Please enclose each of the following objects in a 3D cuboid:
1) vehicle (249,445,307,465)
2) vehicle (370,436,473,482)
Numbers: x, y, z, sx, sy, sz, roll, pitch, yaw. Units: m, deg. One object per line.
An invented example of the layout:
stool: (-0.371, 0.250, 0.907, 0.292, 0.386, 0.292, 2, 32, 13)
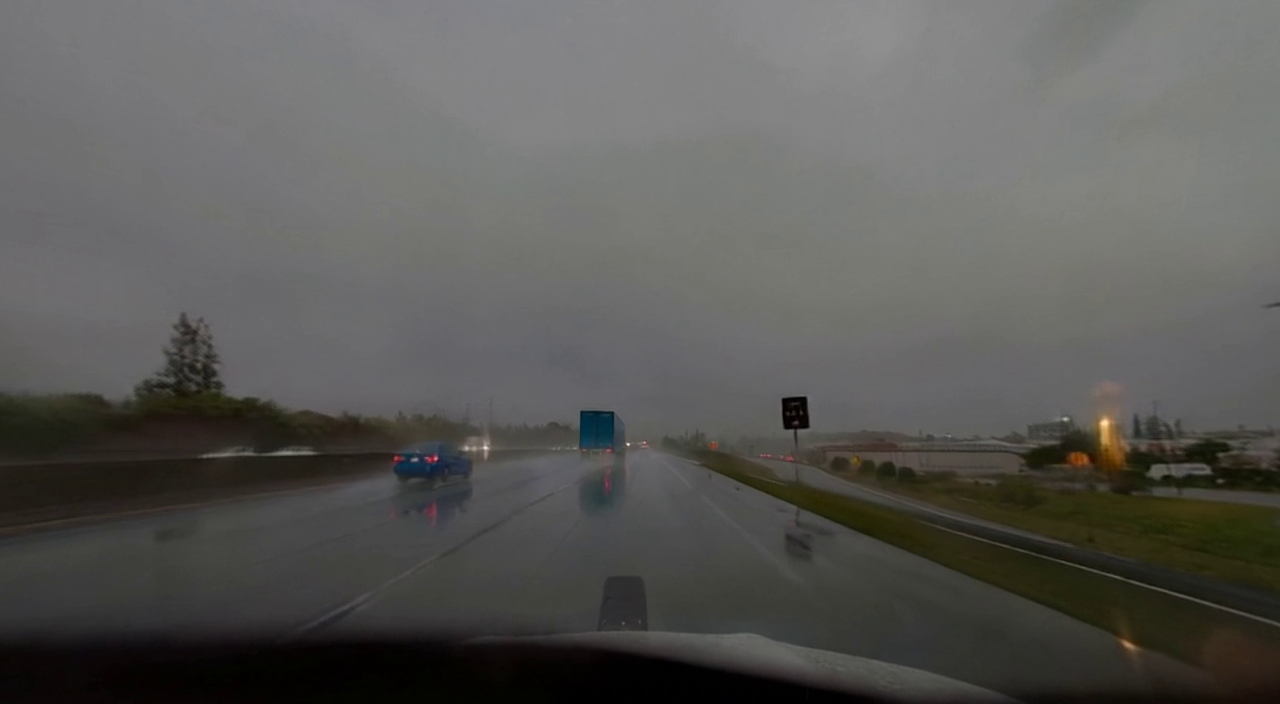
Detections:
vehicle: (-28.738, 8.156, 49.985, 1.783, 1.447, 4.651, 0, -8, 1)
vehicle: (-7.594, 3.748, 22.358, 1.901, 1.467, 4.629, 0, -8, 1)
